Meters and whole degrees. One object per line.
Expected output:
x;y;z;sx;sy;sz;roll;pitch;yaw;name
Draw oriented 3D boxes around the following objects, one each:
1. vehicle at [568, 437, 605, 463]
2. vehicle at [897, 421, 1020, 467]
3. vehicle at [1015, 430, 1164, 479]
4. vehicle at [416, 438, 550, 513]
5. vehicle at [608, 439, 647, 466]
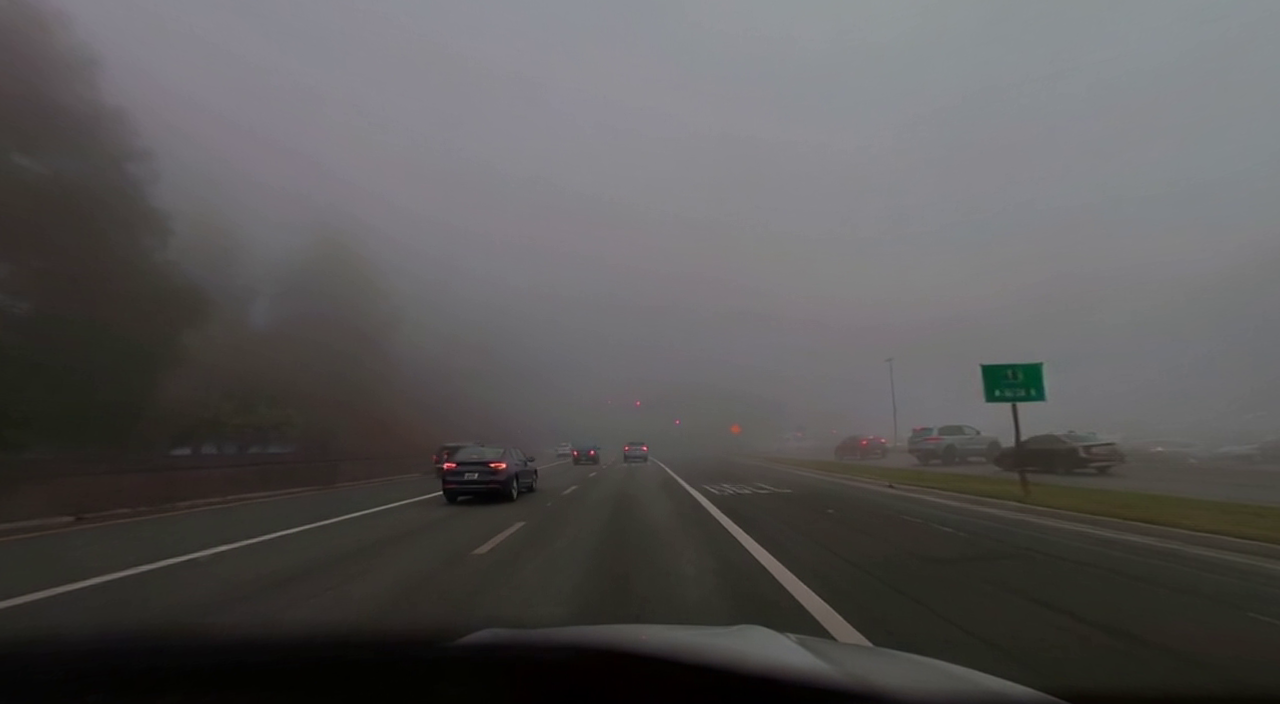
-3.763;7.050;45.387;2.144;1.732;4.279;-1;-9;2;vehicle
14.946;4.319;29.635;5.394;1.994;2.228;4;-10;-26;vehicle
14.894;3.366;20.909;4.505;1.472;2.020;4;-10;-27;vehicle
-3.464;2.808;14.929;1.920;1.480;4.549;0;-9;1;vehicle
-0.720;6.085;38.407;2.231;1.481;4.489;0;-9;0;vehicle
